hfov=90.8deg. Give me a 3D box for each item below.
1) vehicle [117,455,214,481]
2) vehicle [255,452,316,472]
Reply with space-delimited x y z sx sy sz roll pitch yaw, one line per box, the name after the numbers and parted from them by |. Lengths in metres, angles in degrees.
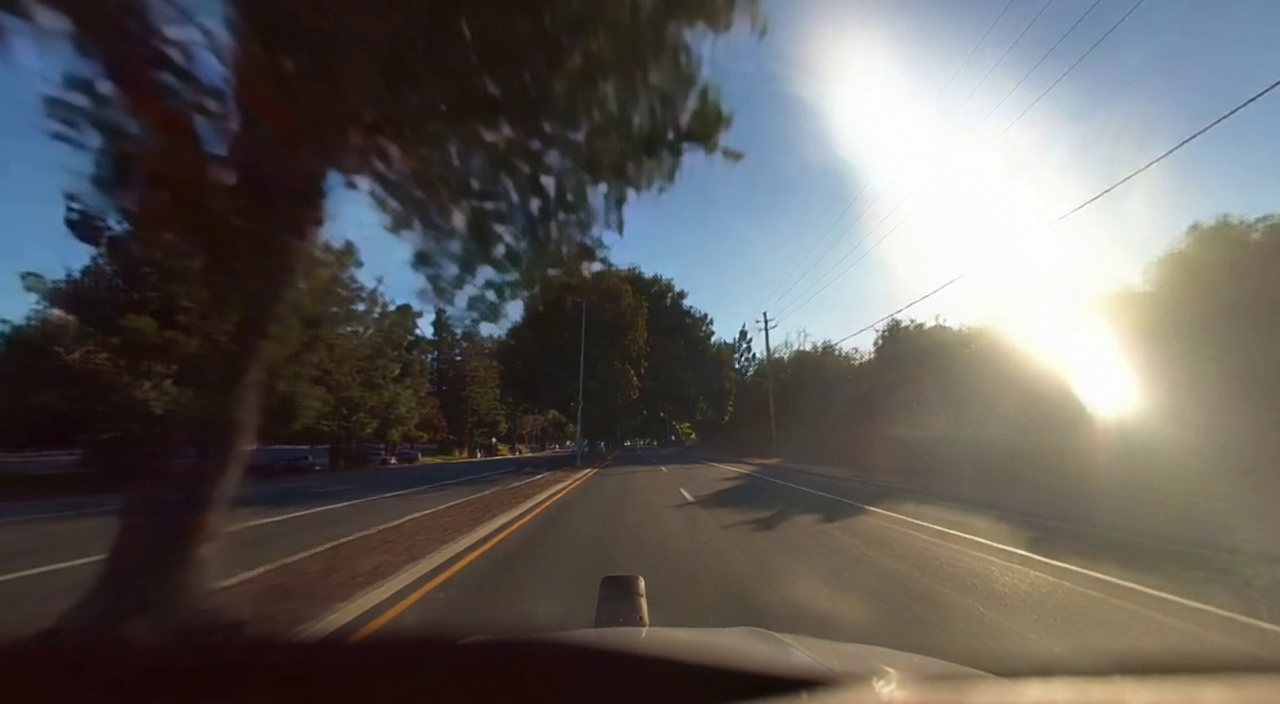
-27.727 6.785 37.007 3.956 1.414 2.109 -1 -8 0 | vehicle
-27.544 8.546 49.207 3.706 1.426 1.668 0 -8 -2 | vehicle
